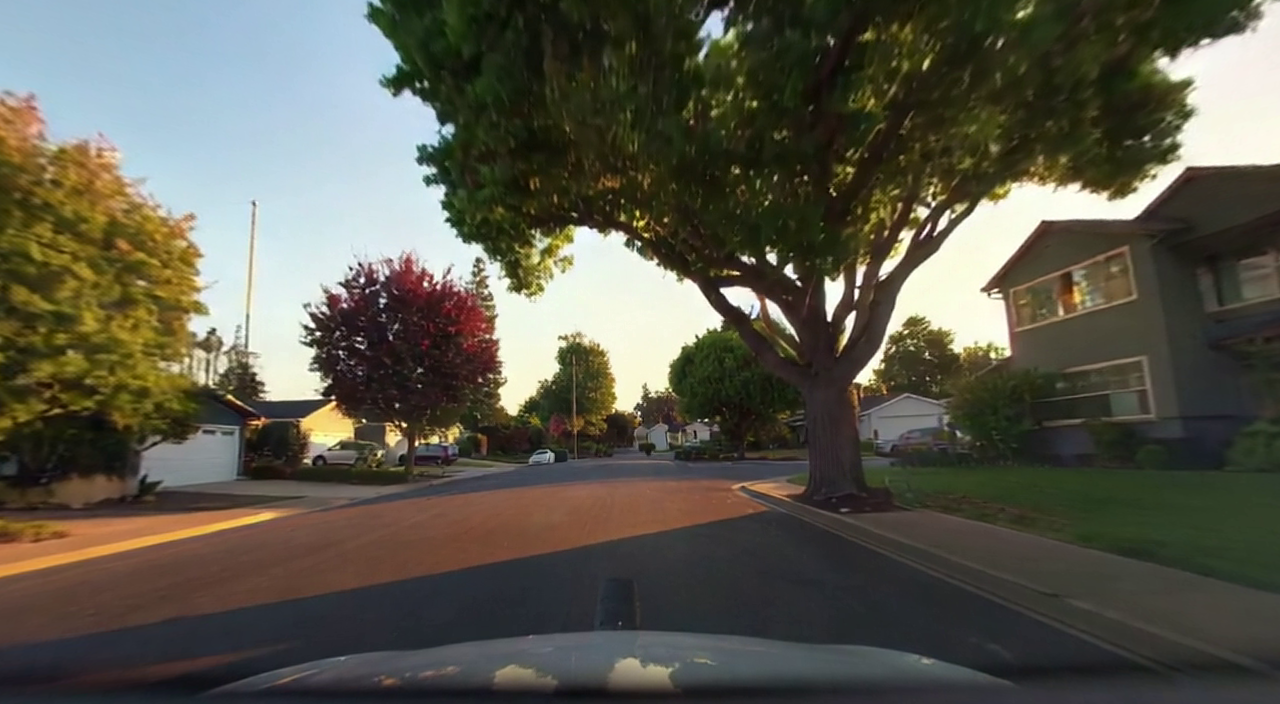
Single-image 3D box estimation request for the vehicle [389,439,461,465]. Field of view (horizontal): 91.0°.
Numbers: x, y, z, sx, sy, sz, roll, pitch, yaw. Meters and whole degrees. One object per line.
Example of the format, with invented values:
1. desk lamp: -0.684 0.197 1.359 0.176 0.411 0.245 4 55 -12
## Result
1. vehicle: -16.013 7.469 47.079 4.683 1.849 2.044 1 -9 -4
